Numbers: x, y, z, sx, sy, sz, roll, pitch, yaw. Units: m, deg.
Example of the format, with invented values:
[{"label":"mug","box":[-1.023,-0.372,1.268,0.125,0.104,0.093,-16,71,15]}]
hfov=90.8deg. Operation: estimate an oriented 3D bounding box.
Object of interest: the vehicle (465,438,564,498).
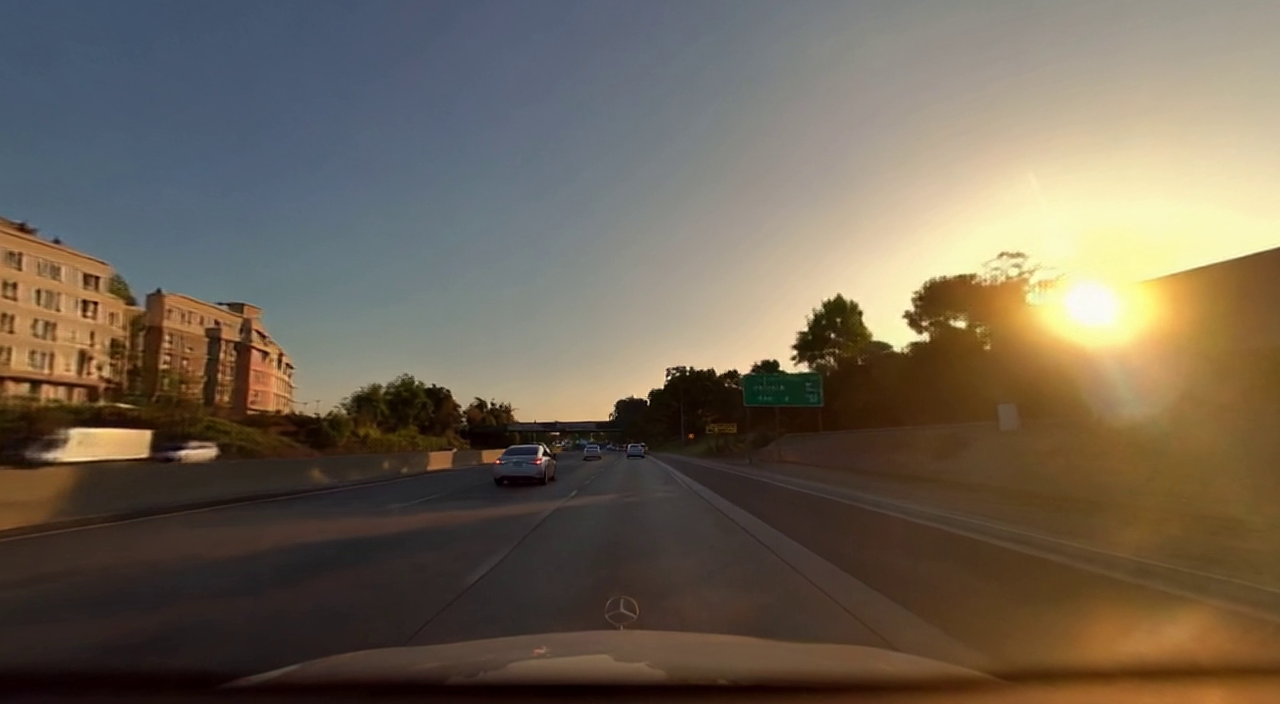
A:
[{"label":"vehicle","box":[-3.345,3.192,17.729,1.920,1.463,4.134,0,-8,0]}]

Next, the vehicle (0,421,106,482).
[{"label":"vehicle","box":[-39.586,6.633,42.191,3.158,3.804,5.041,0,-9,-1]}]
